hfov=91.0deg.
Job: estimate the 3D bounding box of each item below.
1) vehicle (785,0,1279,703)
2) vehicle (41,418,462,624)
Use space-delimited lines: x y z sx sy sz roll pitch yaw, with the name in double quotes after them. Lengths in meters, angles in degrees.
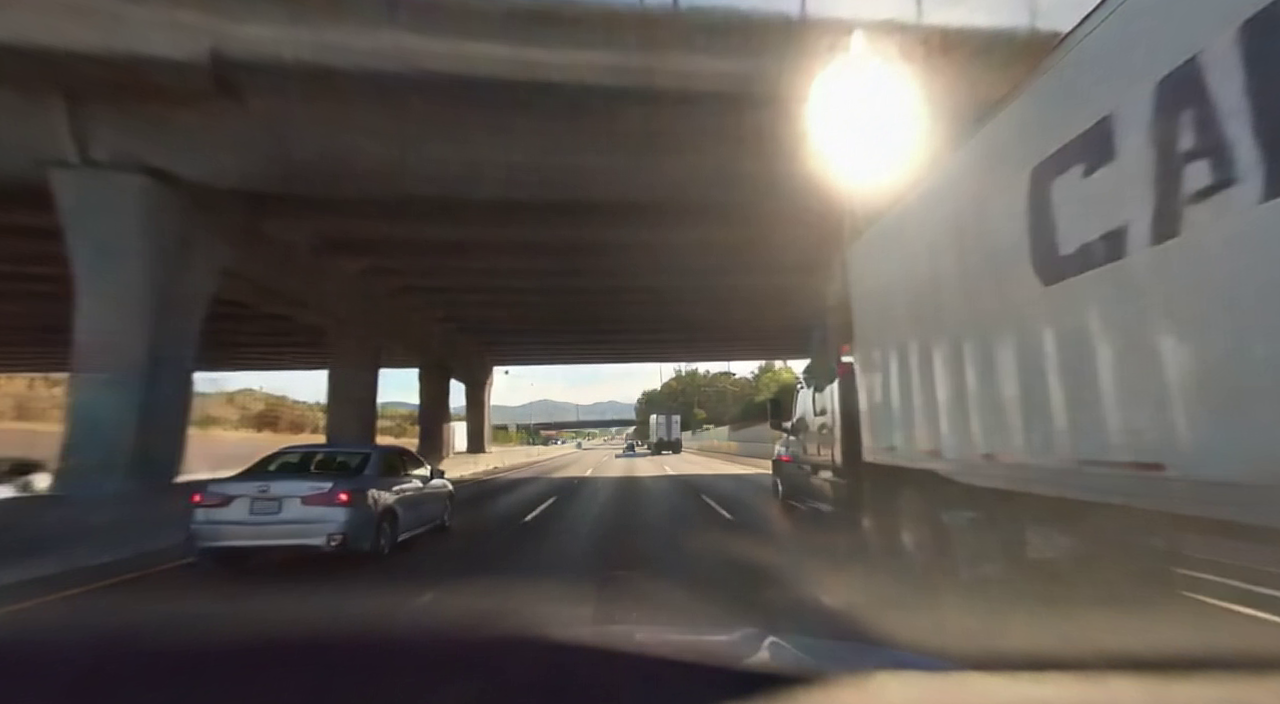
4.278 -0.180 3.847 2.976 4.064 14.619 0 -8 -1 "vehicle"
-3.517 1.563 6.857 1.990 1.520 4.100 0 -8 -1 "vehicle"
